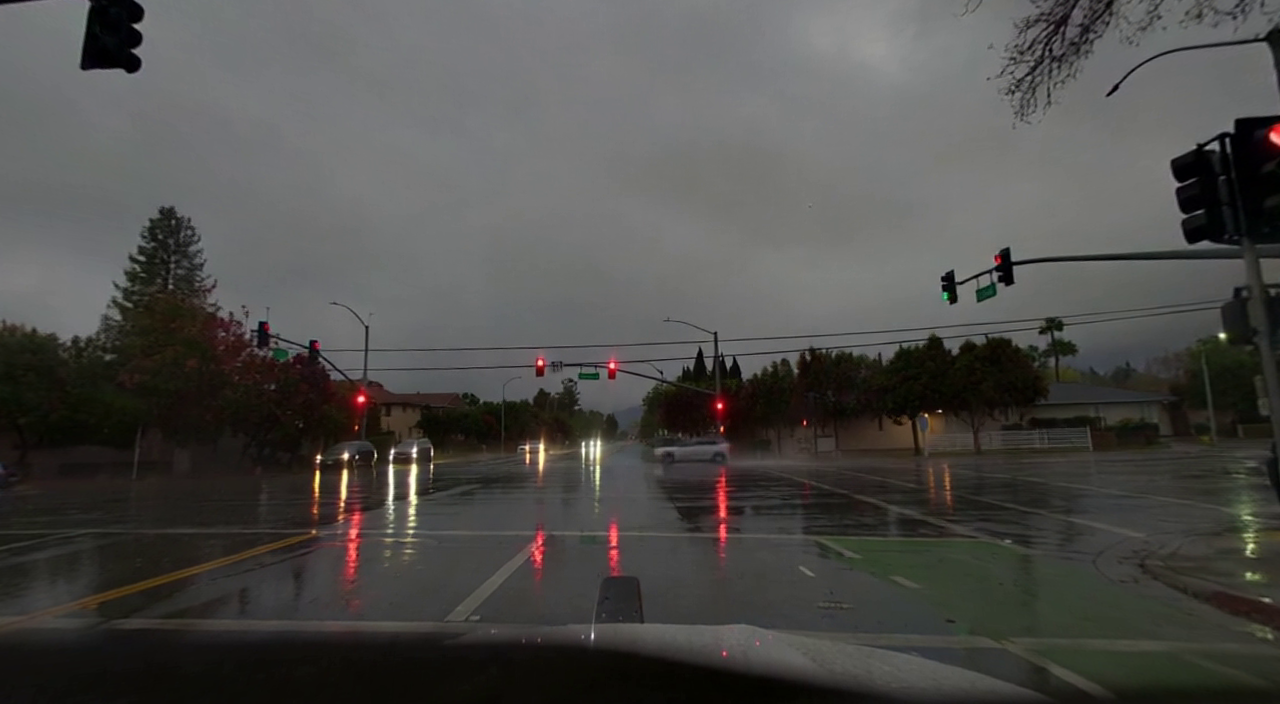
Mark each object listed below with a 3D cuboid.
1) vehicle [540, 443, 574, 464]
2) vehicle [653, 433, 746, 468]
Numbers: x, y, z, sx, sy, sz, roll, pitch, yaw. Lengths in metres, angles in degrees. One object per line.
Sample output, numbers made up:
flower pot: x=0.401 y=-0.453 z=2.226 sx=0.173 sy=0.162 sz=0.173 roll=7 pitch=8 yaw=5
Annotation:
vehicle: x=-6.139 y=7.523 z=47.046 sx=1.936 sy=1.444 sz=4.168 roll=0 pitch=-8 yaw=0
vehicle: x=3.125 y=5.207 z=33.373 sx=4.706 sy=1.710 sz=1.932 roll=-1 pitch=-8 yaw=5
